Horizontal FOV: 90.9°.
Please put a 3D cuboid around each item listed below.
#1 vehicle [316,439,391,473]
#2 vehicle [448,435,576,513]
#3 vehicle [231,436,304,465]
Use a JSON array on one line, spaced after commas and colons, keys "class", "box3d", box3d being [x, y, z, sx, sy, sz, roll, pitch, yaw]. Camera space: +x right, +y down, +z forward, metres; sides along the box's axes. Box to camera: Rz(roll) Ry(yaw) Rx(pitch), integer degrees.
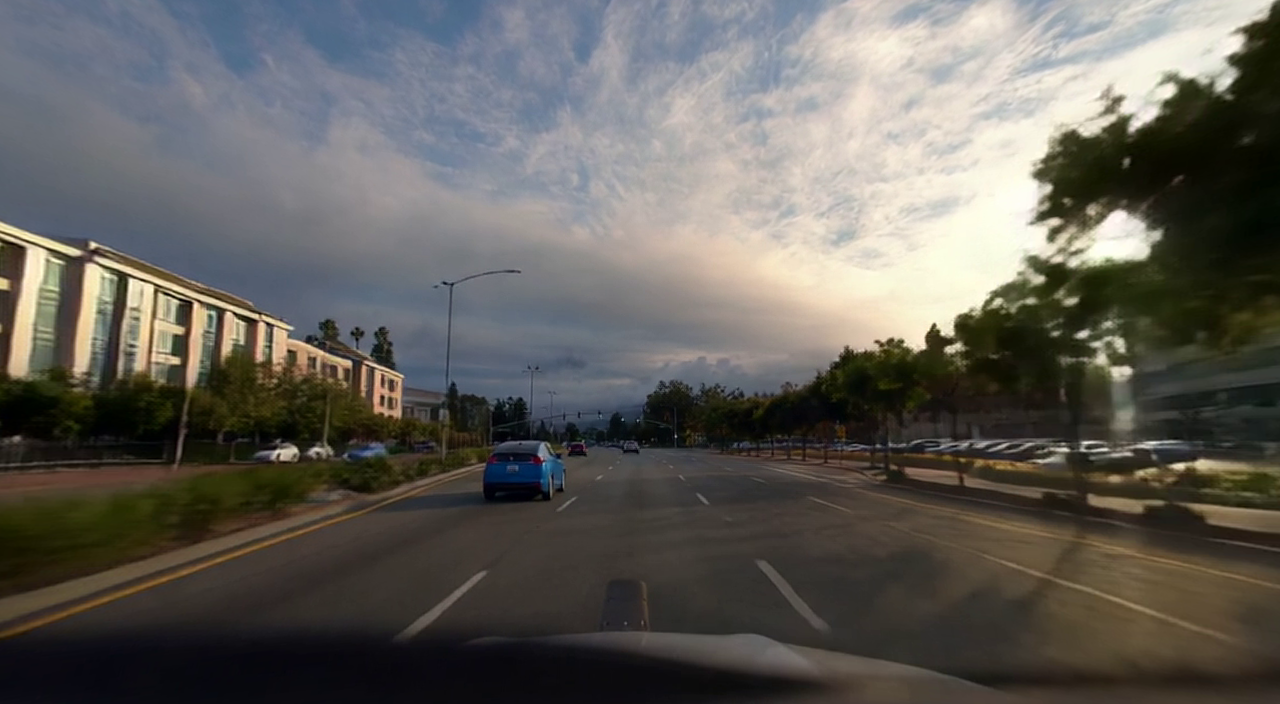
[{"class": "vehicle", "box3d": [-15.922, 5.767, 35.366, 2.055, 1.757, 4.724, 0, -8, -2]}, {"class": "vehicle", "box3d": [-2.833, 2.790, 15.040, 2.009, 1.489, 4.543, -2, -8, 1]}, {"class": "vehicle", "box3d": [-26.631, 7.087, 45.318, 2.207, 1.909, 4.831, 1, -9, 0]}]
